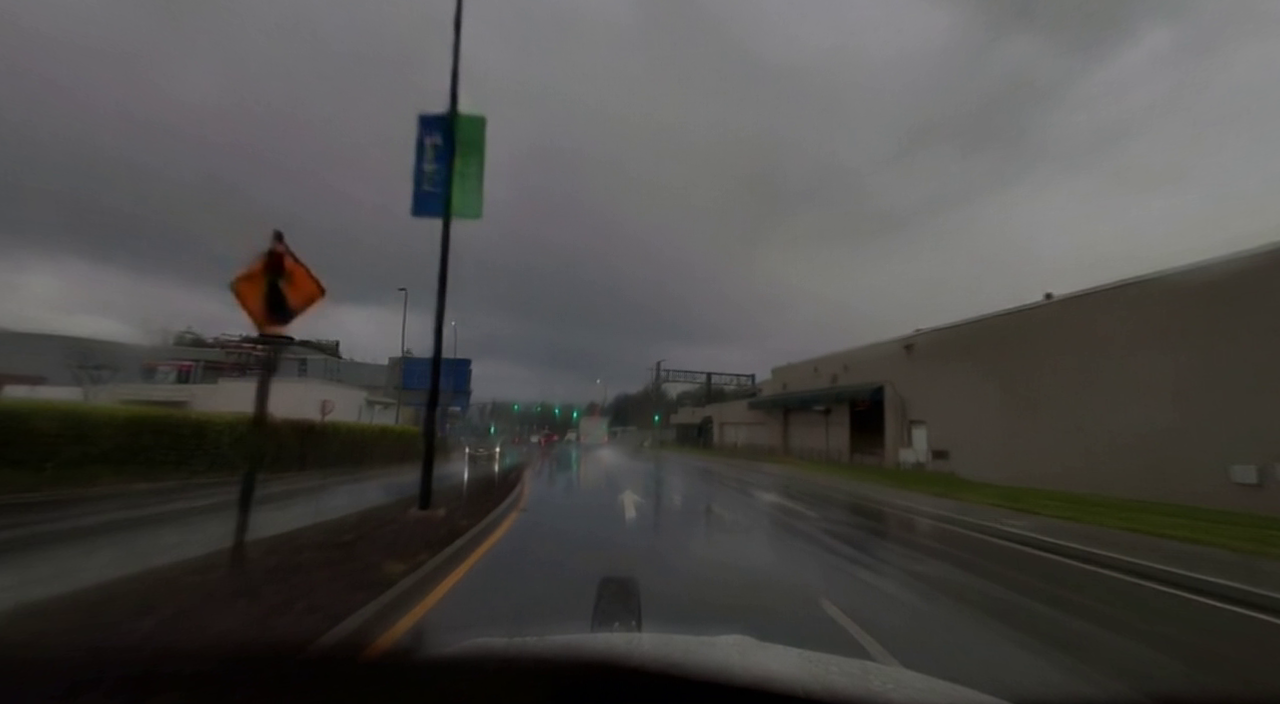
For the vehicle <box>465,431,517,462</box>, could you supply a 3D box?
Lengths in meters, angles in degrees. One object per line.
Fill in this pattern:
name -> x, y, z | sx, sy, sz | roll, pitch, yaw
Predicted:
vehicle -> -8.228, 5.266, 35.189 | 2.120, 1.610, 3.917 | 1, -8, -3
